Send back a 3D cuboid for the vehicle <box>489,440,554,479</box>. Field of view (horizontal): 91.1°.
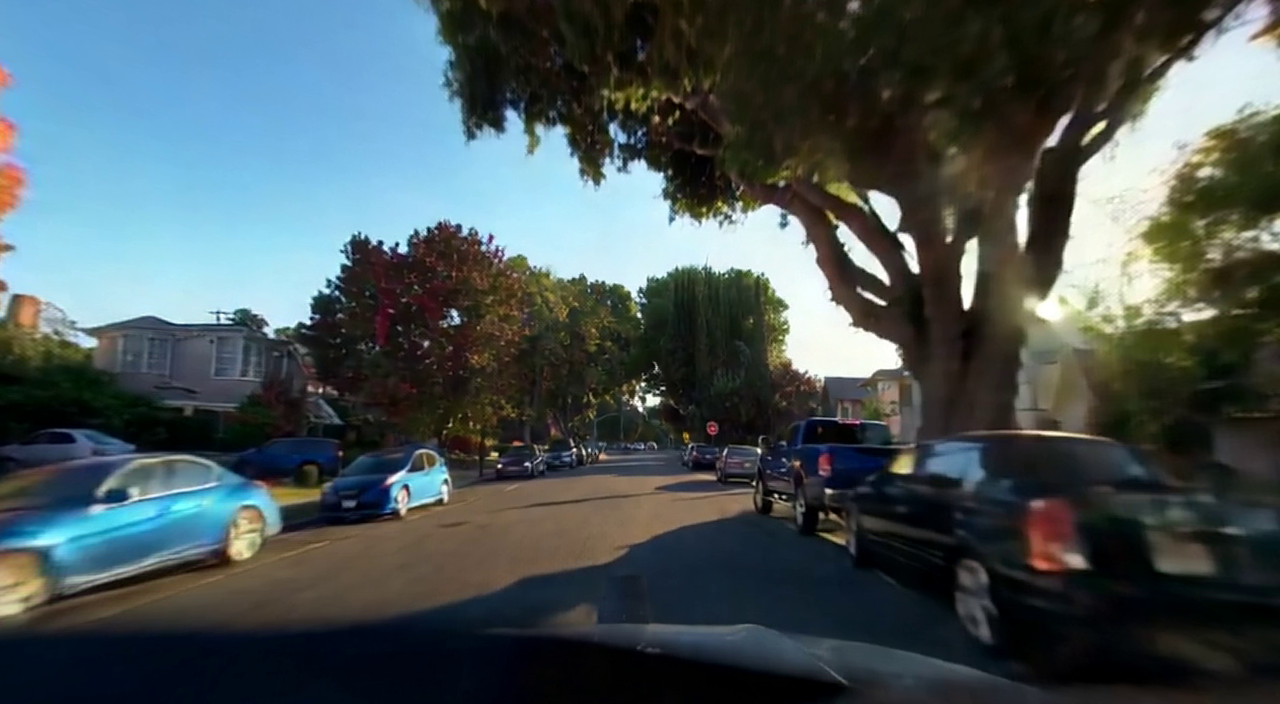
[{"bbox_3d":[-5.174,4.732,28.067,1.872,1.515,4.535,1,-8,2],"label":"vehicle"}]

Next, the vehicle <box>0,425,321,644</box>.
[{"bbox_3d":[-5.427,1.529,6.215,1.899,1.538,4.611,2,-8,3],"label":"vehicle"}]

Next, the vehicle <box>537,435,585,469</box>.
[{"bbox_3d":[-4.695,6.023,38.074,2.162,1.857,4.758,2,-8,1],"label":"vehicle"}]

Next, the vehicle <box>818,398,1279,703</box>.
[{"bbox_3d":[3.187,1.402,5.707,1.914,1.631,4.558,0,-8,2],"label":"vehicle"}]

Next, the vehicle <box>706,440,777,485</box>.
[{"bbox_3d":[3.642,4.041,23.364,1.871,1.514,4.553,0,-8,0],"label":"vehicle"}]

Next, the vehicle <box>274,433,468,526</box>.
[{"bbox_3d":[-5.286,2.523,13.162,1.895,1.530,4.496,2,-8,2],"label":"vehicle"}]
